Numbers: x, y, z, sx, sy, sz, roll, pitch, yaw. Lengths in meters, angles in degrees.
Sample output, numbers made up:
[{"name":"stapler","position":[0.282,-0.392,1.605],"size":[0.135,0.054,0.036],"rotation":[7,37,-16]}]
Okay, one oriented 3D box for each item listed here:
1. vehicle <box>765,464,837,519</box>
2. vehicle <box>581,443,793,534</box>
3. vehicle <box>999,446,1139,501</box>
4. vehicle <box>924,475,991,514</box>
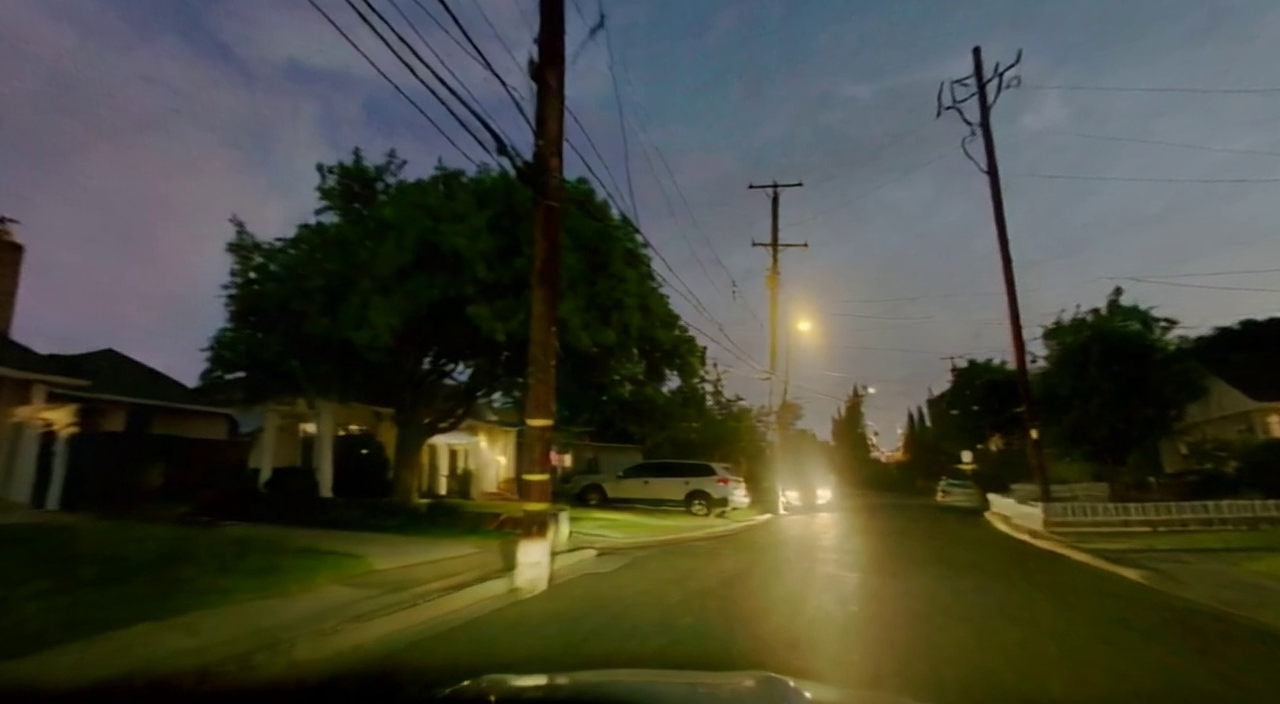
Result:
[{"name":"vehicle","position":[5.889,4.899,22.697],"size":[2.081,1.589,4.691],"rotation":[-3,-9,18]},{"name":"vehicle","position":[1.223,3.211,15.383],"size":[4.537,1.595,2.471],"rotation":[1,-9,21]},{"name":"vehicle","position":[17.303,4.878,25.734],"size":[4.249,1.905,1.904],"rotation":[-3,-5,19]},{"name":"vehicle","position":[16.924,7.607,33.696],"size":[3.005,1.535,4.025],"rotation":[-2,-17,27]}]
